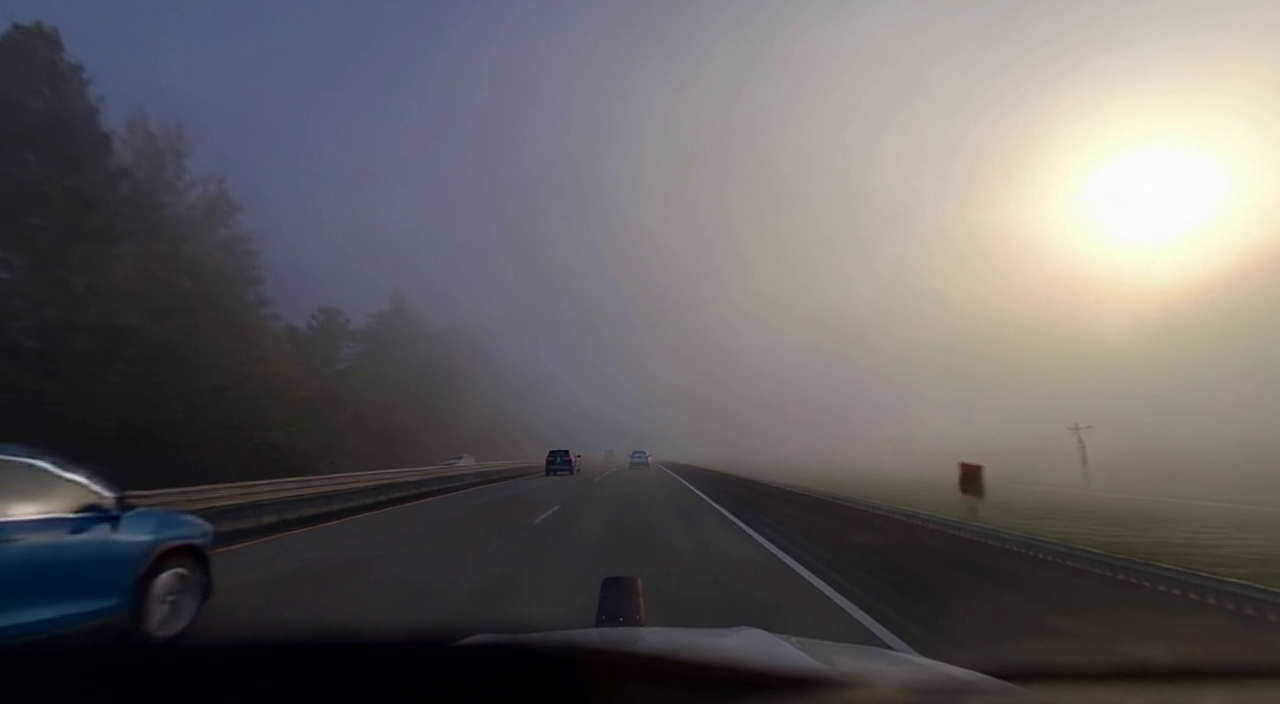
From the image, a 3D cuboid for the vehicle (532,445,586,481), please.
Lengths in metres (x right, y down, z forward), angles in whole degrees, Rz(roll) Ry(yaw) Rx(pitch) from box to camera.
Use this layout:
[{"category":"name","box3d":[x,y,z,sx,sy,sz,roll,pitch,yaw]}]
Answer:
[{"category":"vehicle","box3d":[-3.998,5.529,31.802,2.100,1.667,4.223,0,-9,1]}]

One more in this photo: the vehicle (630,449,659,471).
[{"category":"vehicle","box3d":[0.319,7.900,46.322,2.046,1.452,4.407,0,-9,0]}]

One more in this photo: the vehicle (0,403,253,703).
[{"category":"vehicle","box3d":[-3.842,0.933,2.377,2.034,1.520,4.236,0,-9,1]}]
